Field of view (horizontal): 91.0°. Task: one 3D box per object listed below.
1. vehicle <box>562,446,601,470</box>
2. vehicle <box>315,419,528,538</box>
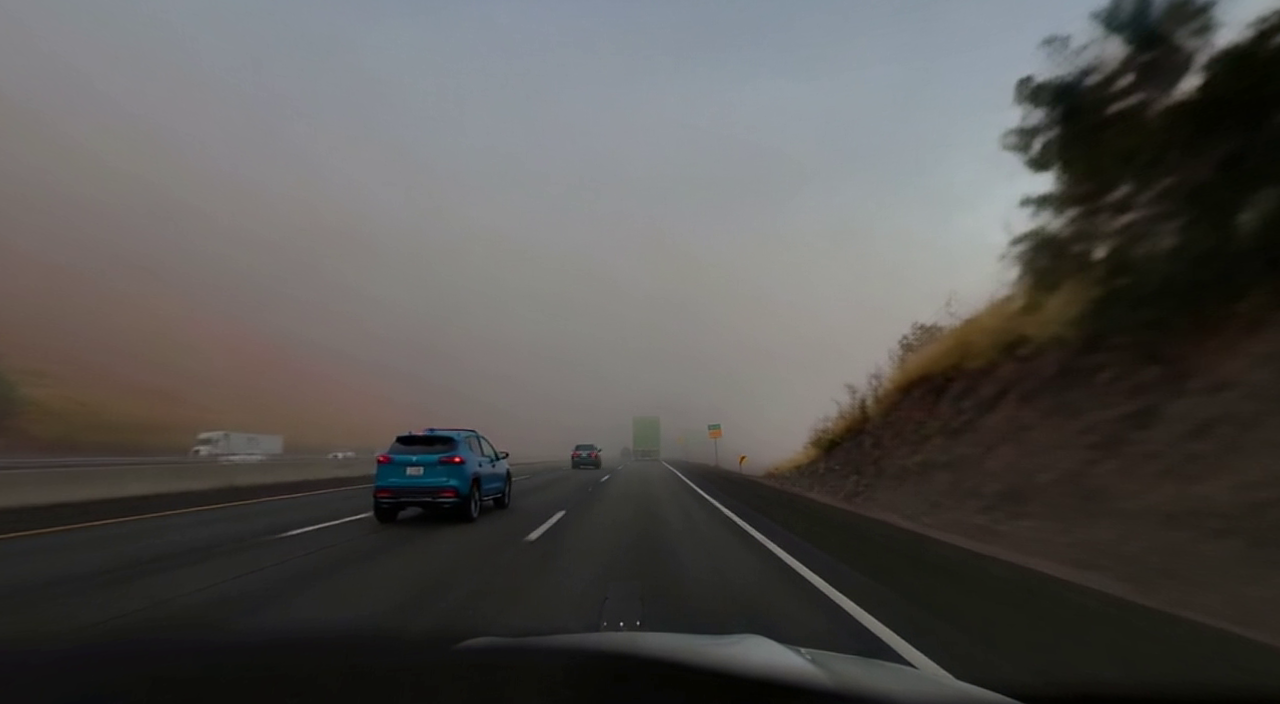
[{"bbox_3d":[-3.811,6.969,41.624,2.101,1.476,4.471,1,-9,1],"label":"vehicle"},{"bbox_3d":[-3.682,2.237,11.776,2.194,1.725,4.698,0,-9,1],"label":"vehicle"}]
